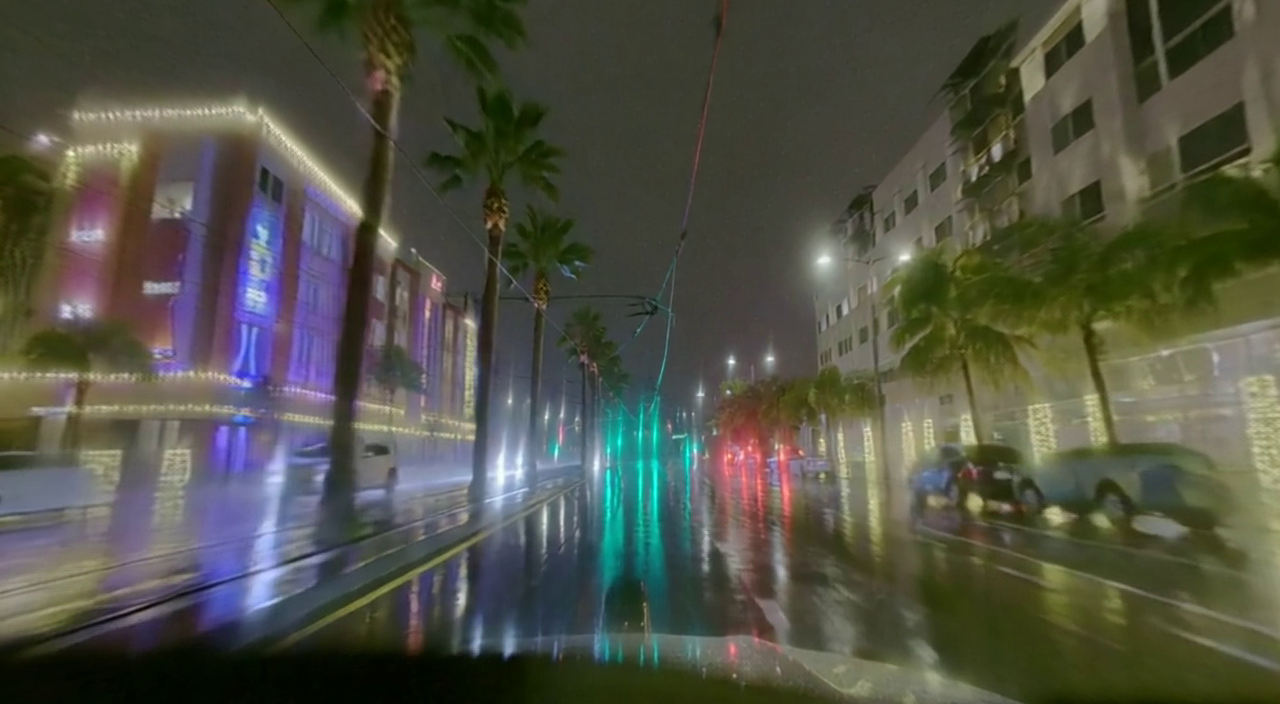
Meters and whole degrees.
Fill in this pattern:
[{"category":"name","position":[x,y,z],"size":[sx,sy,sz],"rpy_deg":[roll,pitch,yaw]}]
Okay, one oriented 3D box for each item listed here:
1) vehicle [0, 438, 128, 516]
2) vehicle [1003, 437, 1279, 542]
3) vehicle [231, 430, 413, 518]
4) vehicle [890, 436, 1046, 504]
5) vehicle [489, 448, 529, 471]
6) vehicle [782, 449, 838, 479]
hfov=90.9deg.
[{"category":"vehicle","position":[-16.022,3.109,15.895],"size":[1.971,1.818,4.851],"rpy_deg":[0,-9,2]},{"category":"vehicle","position":[8.660,2.283,11.164],"size":[1.816,1.488,4.102],"rpy_deg":[1,-9,-3]},{"category":"vehicle","position":[-7.504,2.909,15.548],"size":[2.032,1.824,4.557],"rpy_deg":[0,-9,1]},{"category":"vehicle","position":[8.707,3.155,17.230],"size":[1.878,1.605,4.242],"rpy_deg":[0,-9,-2]},{"category":"vehicle","position":[-10.233,8.398,49.571],"size":[2.042,1.716,4.634],"rpy_deg":[0,-9,2]},{"category":"vehicle","position":[8.890,5.876,33.300],"size":[1.733,1.468,4.326],"rpy_deg":[0,-9,0]}]
